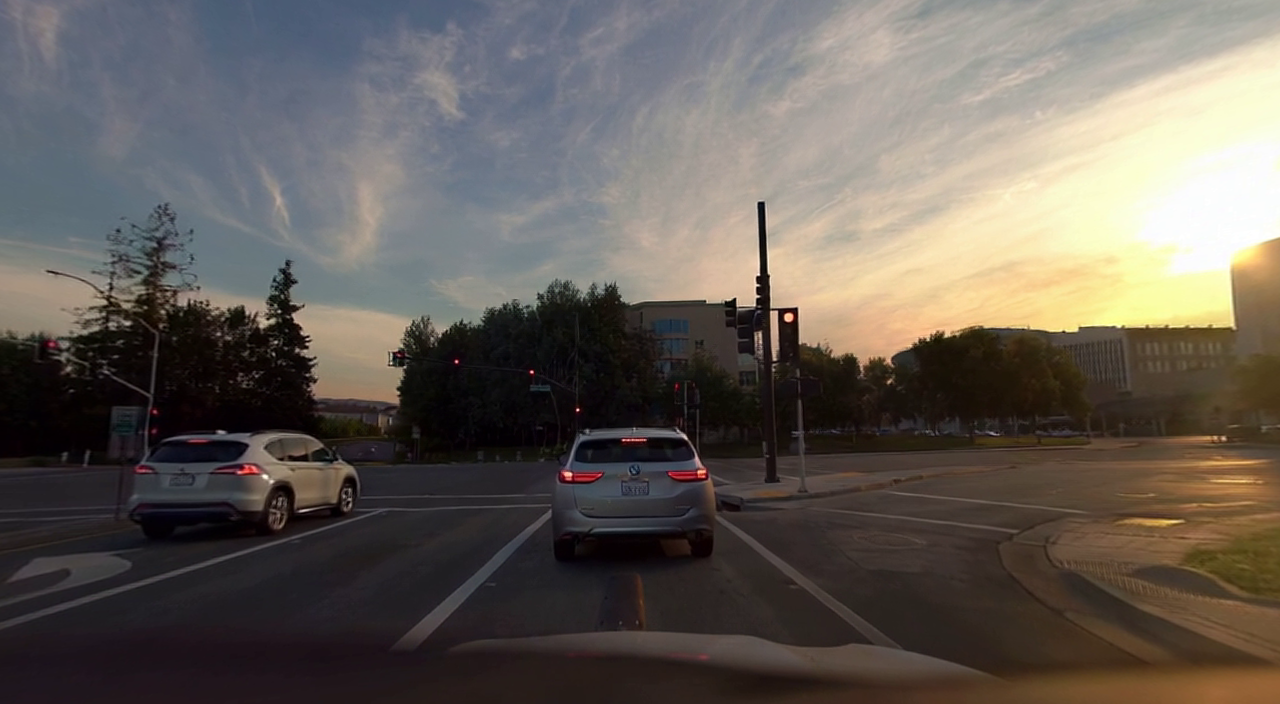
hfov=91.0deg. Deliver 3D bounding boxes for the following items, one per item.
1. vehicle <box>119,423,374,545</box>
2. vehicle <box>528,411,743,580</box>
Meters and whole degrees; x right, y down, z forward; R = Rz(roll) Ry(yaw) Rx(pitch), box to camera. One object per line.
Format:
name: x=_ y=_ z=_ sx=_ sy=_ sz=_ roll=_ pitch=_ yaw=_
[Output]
vehicle: x=-6.454 y=2.179 z=11.049 sx=2.020 sy=1.695 sz=4.187 roll=1 pitch=-9 yaw=-5
vehicle: x=-0.194 y=1.754 z=8.471 sx=2.154 sy=1.670 sz=4.140 roll=1 pitch=-9 yaw=-4
